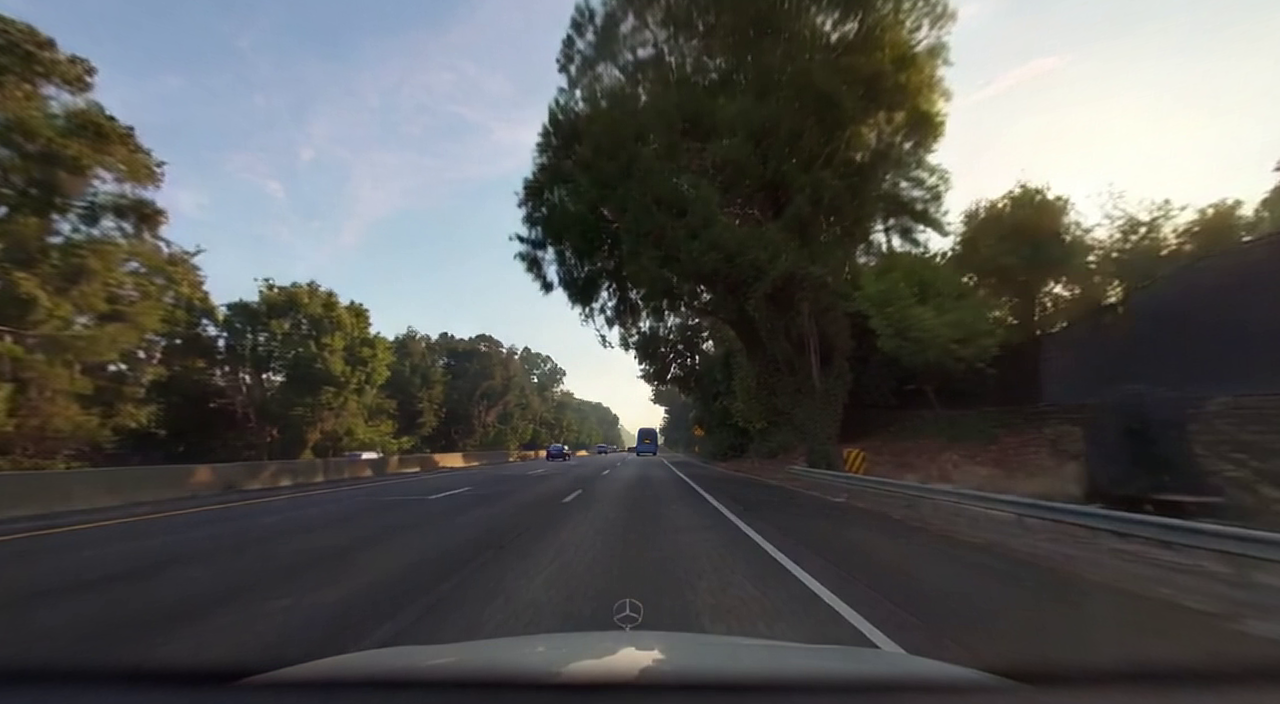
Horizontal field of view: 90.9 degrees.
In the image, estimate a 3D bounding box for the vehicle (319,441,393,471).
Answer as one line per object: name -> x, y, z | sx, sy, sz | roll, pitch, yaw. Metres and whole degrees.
vehicle -> -17.094, 6.273, 38.302 | 2.082, 1.674, 5.056 | 0, -8, 1
